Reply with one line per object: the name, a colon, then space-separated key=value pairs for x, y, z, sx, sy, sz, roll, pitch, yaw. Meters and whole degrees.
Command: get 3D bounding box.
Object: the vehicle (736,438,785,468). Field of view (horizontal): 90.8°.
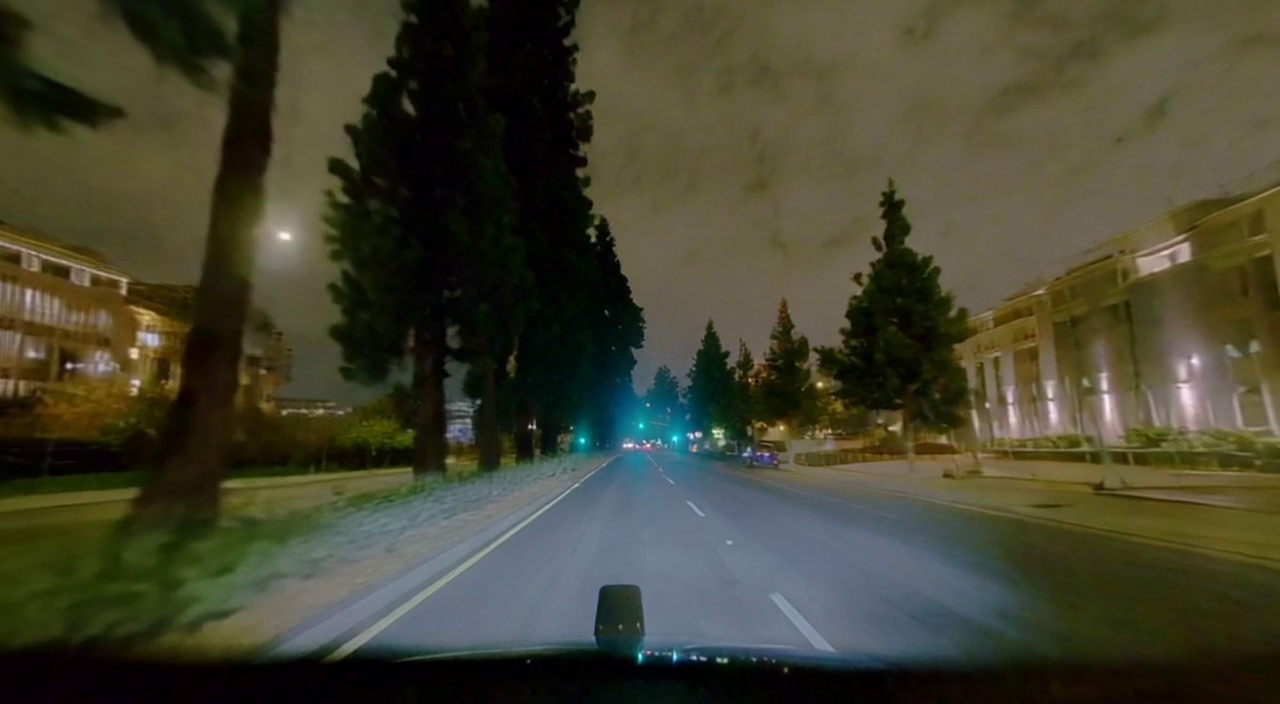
vehicle: x=7.801 y=6.601 z=41.356 sx=2.167 sy=1.848 sz=4.713 roll=0 pitch=-8 yaw=-2
